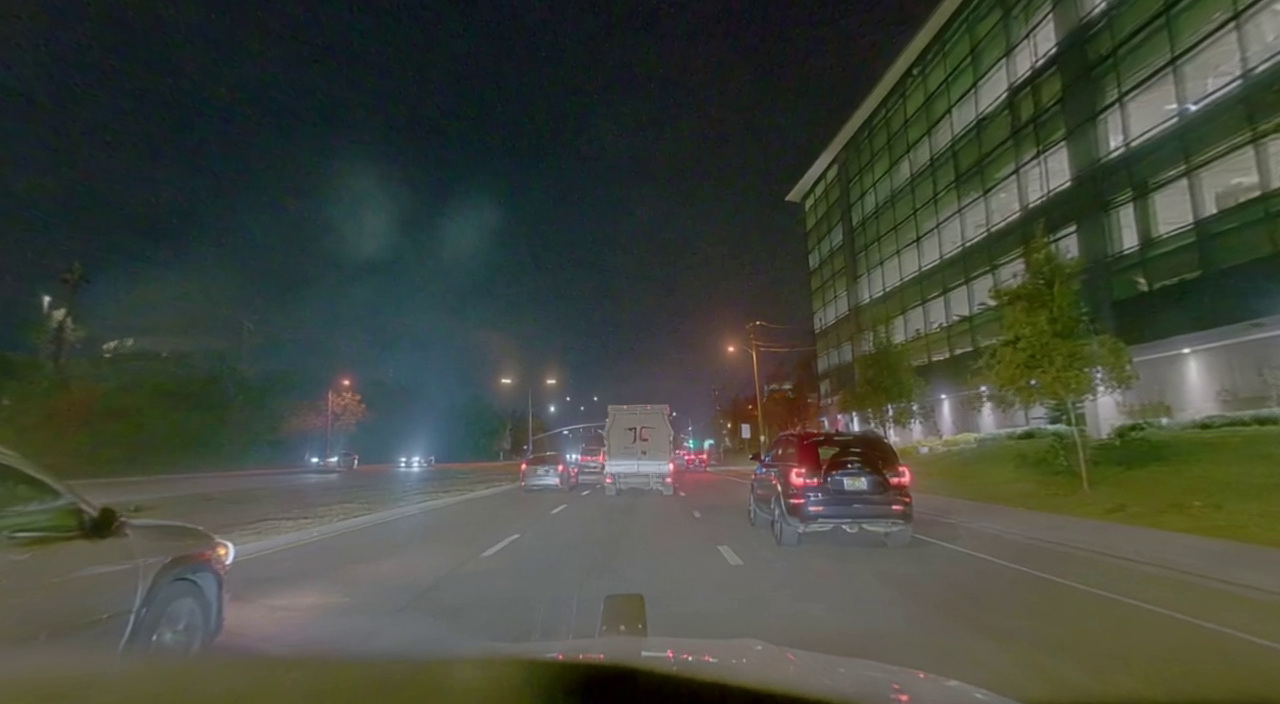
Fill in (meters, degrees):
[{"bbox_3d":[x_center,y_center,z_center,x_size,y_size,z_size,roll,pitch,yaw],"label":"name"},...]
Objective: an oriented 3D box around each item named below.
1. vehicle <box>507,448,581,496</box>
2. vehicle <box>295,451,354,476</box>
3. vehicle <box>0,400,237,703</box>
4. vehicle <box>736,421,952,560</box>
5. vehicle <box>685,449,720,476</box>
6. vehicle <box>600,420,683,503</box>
[{"bbox_3d":[-3.456,4.411,23.522,1.984,1.567,4.311,0,-9,2],"label":"vehicle"},{"bbox_3d":[-24.918,8.821,49.767,2.327,1.797,4.963,0,-9,-3],"label":"vehicle"},{"bbox_3d":[-3.605,0.958,2.117,1.934,1.643,3.718,0,-9,1],"label":"vehicle"},{"bbox_3d":[3.180,2.259,11.008,2.283,1.923,4.427,0,-9,0],"label":"vehicle"},{"bbox_3d":[4.178,7.446,42.585,2.092,1.696,4.218,0,-9,1],"label":"vehicle"},{"bbox_3d":[0.187,3.666,21.487,2.457,2.440,5.486,0,-9,3],"label":"vehicle"}]
